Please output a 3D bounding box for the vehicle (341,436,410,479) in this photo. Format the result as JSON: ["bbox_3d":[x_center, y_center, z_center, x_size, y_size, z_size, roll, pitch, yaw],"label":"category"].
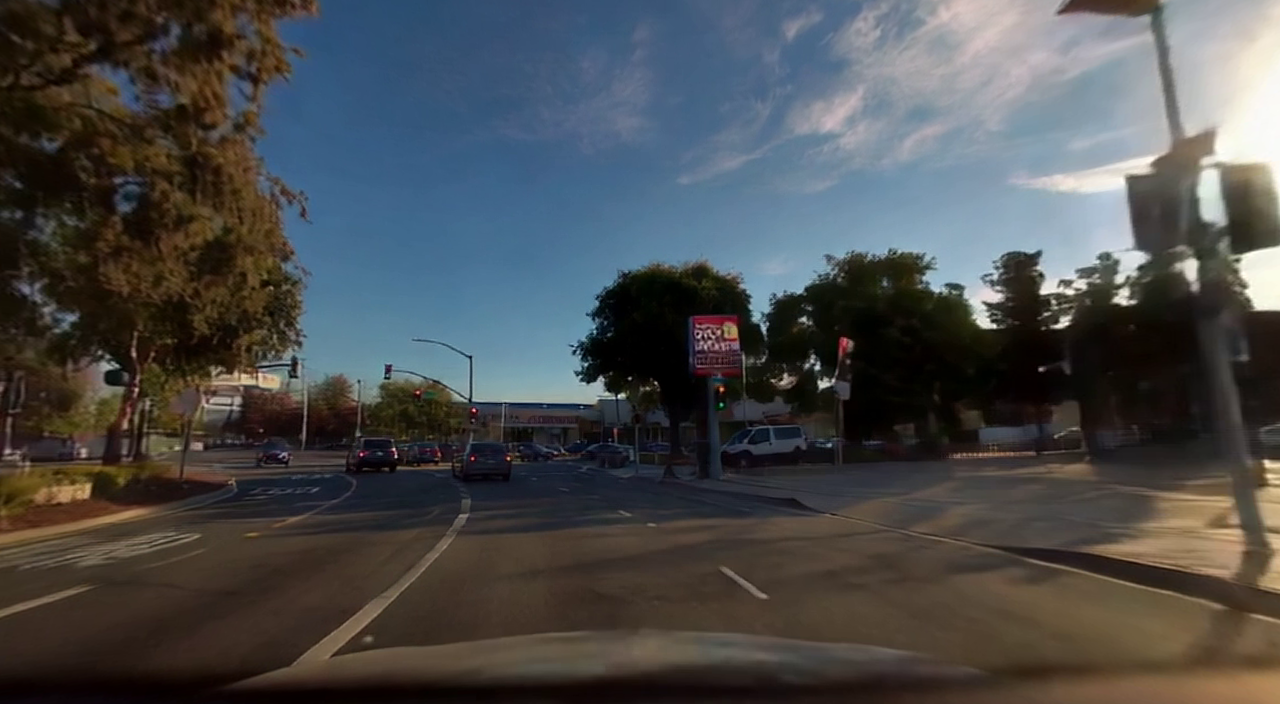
[{"bbox_3d":[-13.831,5.433,32.731,2.254,2.006,4.766,6,-10,-34],"label":"vehicle"}]

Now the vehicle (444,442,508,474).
[{"bbox_3d":[-10.400,6.627,39.623,2.202,1.822,4.826,7,-11,-36],"label":"vehicle"}]

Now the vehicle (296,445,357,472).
[{"bbox_3d":[-20.392,6.900,40.917,4.546,1.650,1.940,-8,-12,42],"label":"vehicle"}]

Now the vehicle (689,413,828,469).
[{"bbox_3d":[7.095,5.457,38.423,7.741,3.106,2.906,-6,-10,34],"label":"vehicle"}]
